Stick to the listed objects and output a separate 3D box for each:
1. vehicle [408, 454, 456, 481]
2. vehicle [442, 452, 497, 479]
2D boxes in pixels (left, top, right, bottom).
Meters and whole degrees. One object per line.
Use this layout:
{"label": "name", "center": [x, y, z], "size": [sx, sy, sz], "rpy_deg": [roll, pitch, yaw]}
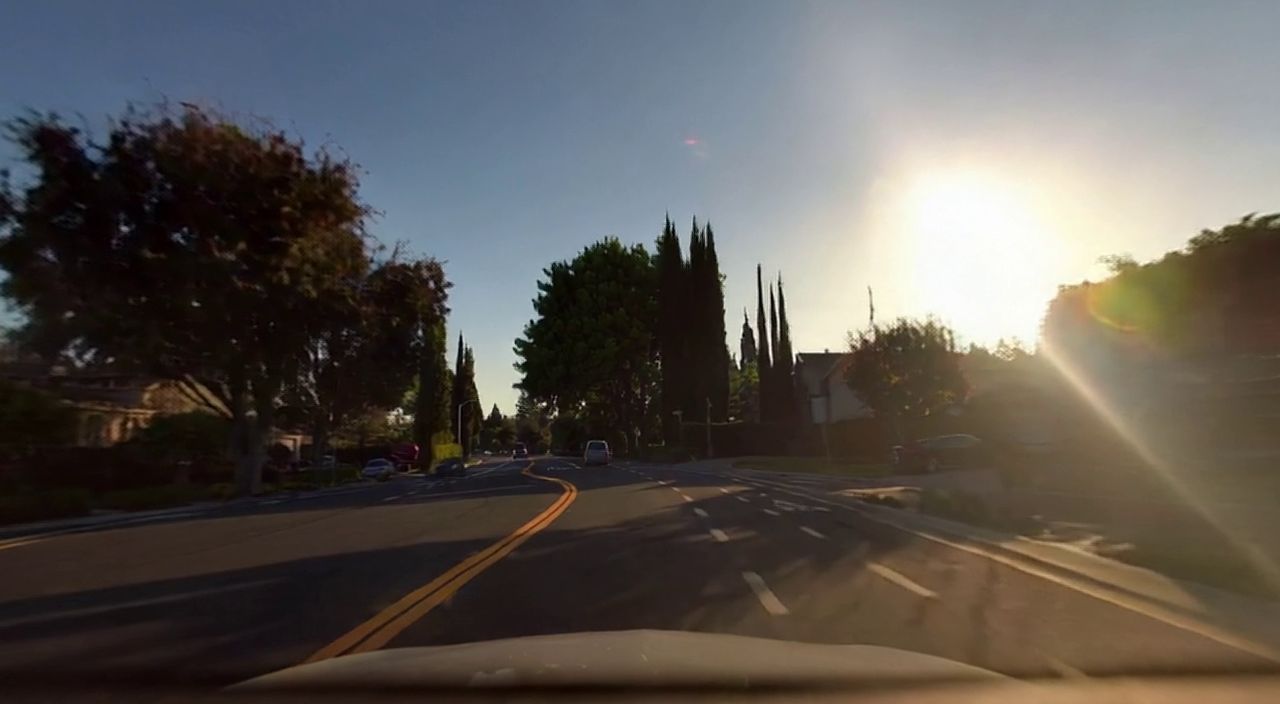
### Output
{"label": "vehicle", "center": [-14.109, 7.835, 43.077], "size": [1.881, 1.655, 4.177], "rpy_deg": [0, -8, -1]}
{"label": "vehicle", "center": [-10.509, 6.987, 39.149], "size": [1.979, 1.503, 4.678], "rpy_deg": [-1, -8, 2]}
